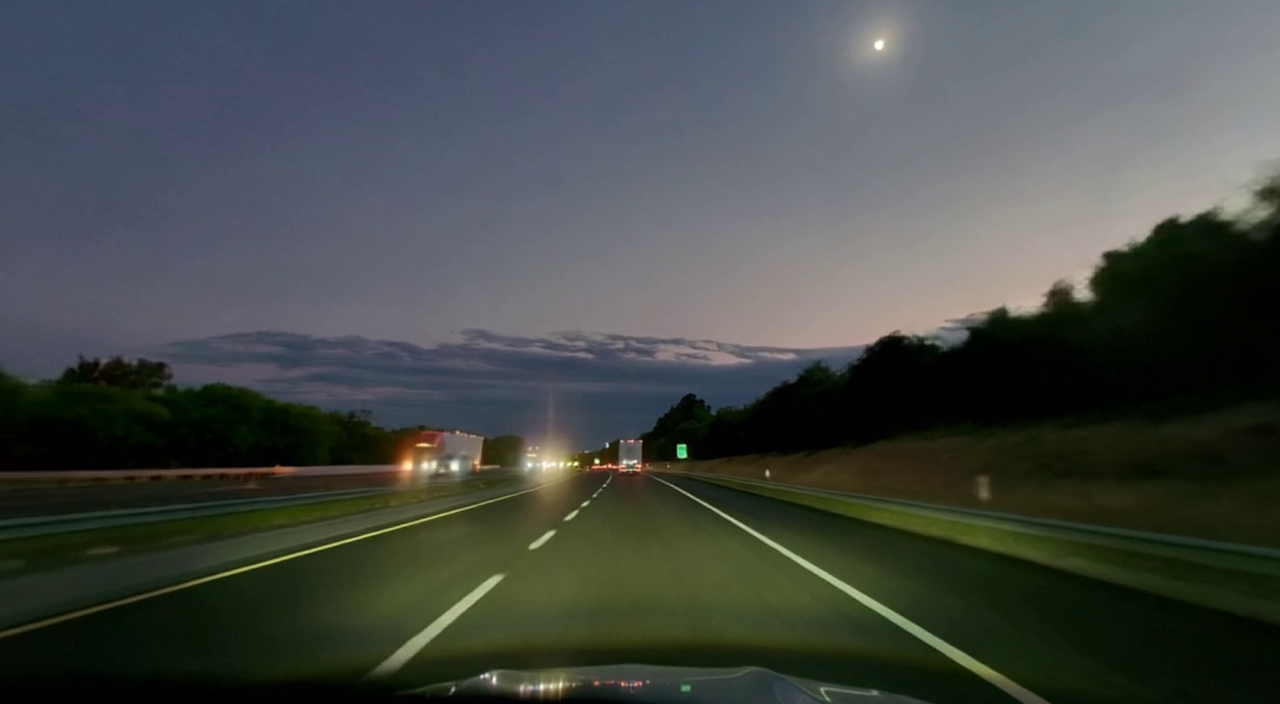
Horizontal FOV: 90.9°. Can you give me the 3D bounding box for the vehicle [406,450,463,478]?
[{"bbox_3d":[-12.831,7.047,39.570,2.138,1.620,4.328,1,-10,-1],"label":"vehicle"}]
